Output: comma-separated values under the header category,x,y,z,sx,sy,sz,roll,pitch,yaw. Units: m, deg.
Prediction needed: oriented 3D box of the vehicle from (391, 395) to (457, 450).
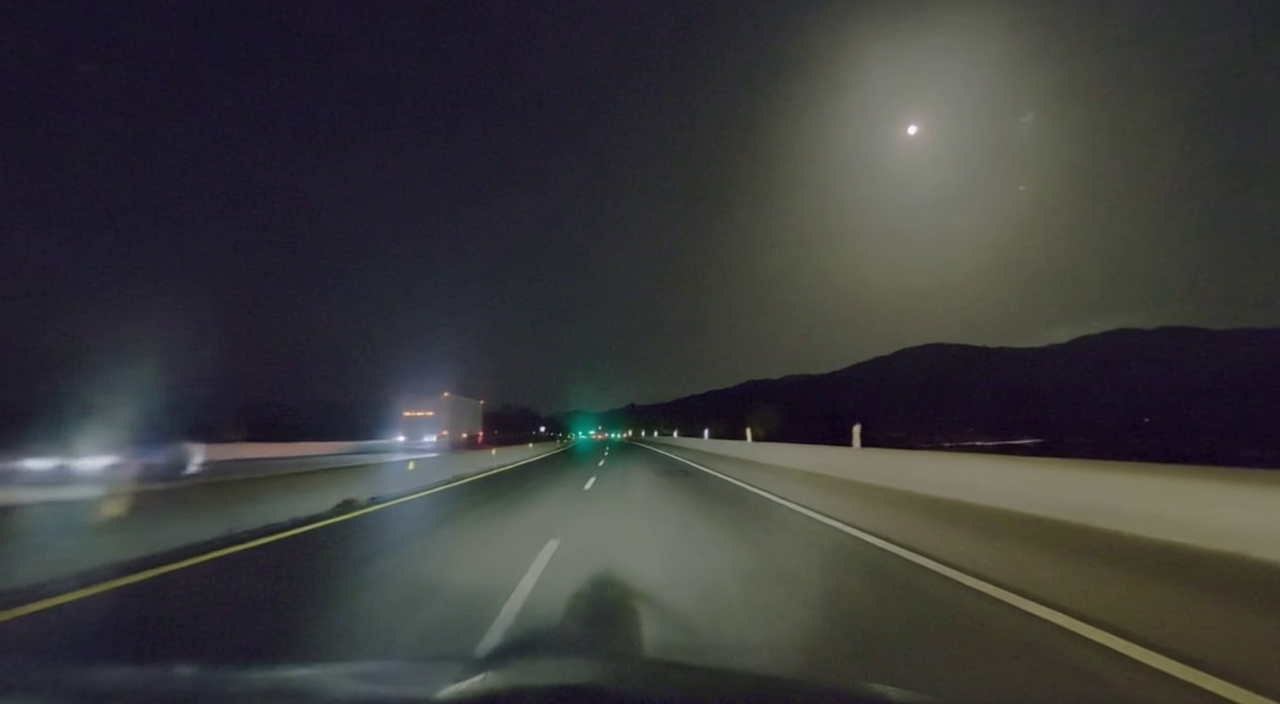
category,x,y,z,sx,sy,sz,roll,pitch,yaw
vehicle,-16.465,5.464,48.466,3.006,3.965,5.994,1,-8,-2
